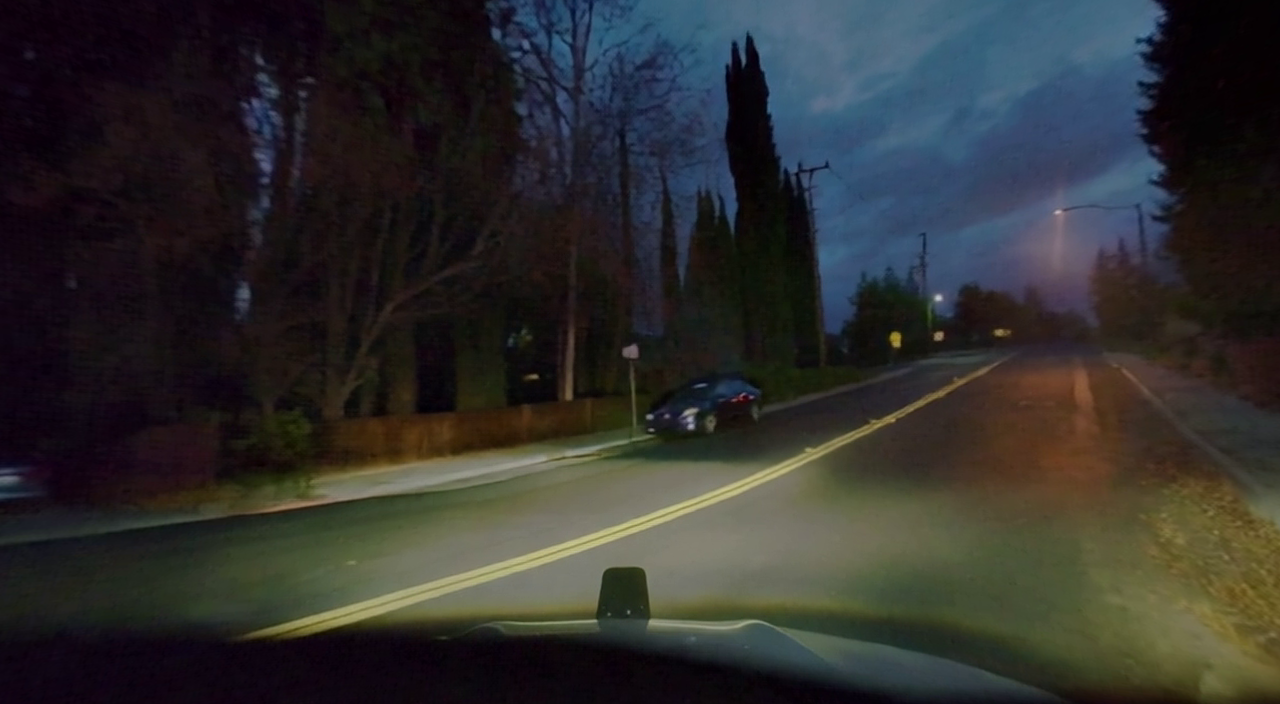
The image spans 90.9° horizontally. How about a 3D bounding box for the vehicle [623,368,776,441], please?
[{"bbox_3d":[1.951,1.468,18.723,2.032,1.595,5.289,-5,-1,36],"label":"vehicle"}]
